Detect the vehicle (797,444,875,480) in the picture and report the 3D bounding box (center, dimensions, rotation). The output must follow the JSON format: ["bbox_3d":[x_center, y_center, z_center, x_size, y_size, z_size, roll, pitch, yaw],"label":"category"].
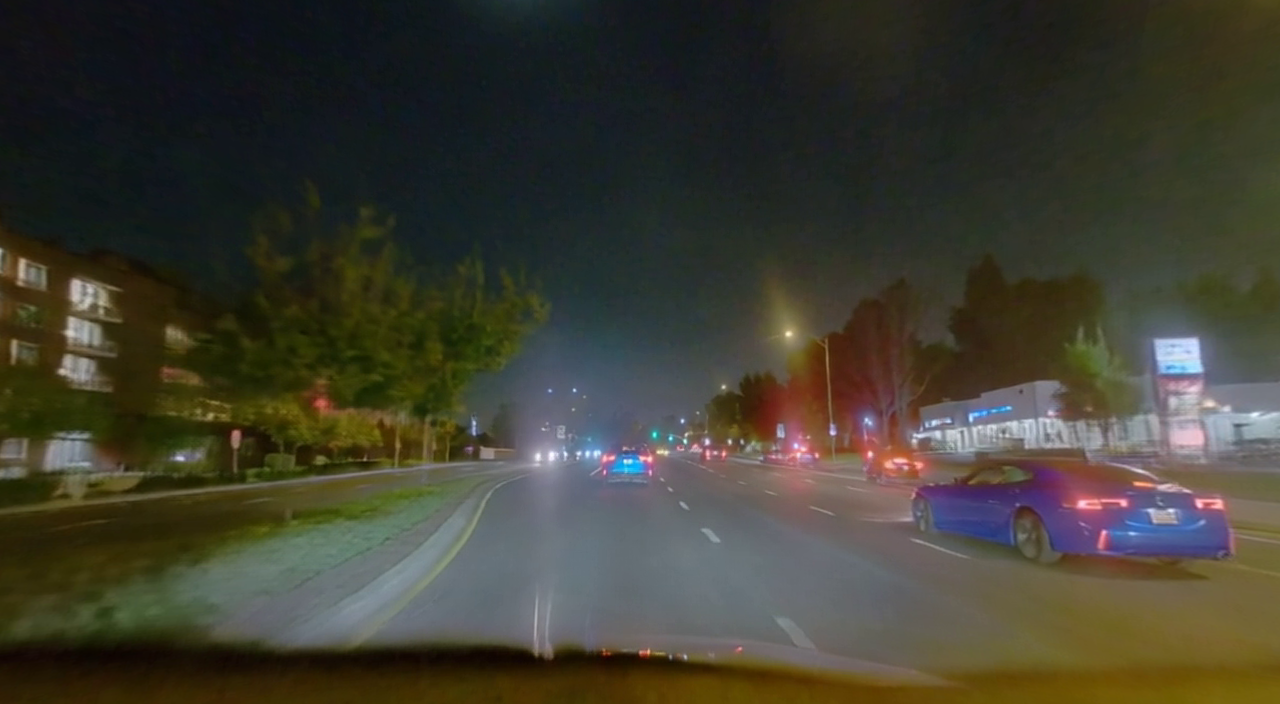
[{"bbox_3d":[8.776,4.985,28.738,2.045,1.484,4.342,0,-9,-1],"label":"vehicle"}]

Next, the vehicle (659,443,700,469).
[{"bbox_3d":[2.307,6.314,38.279,2.078,1.471,4.142,0,-9,-2],"label":"vehicle"}]

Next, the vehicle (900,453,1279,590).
[{"bbox_3d":[5.534,1.991,8.323,2.258,1.294,4.312,0,-9,-2],"label":"vehicle"}]

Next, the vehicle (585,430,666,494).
[{"bbox_3d":[-0.469,3.405,19.808,2.266,1.762,4.131,0,-9,-2],"label":"vehicle"}]
